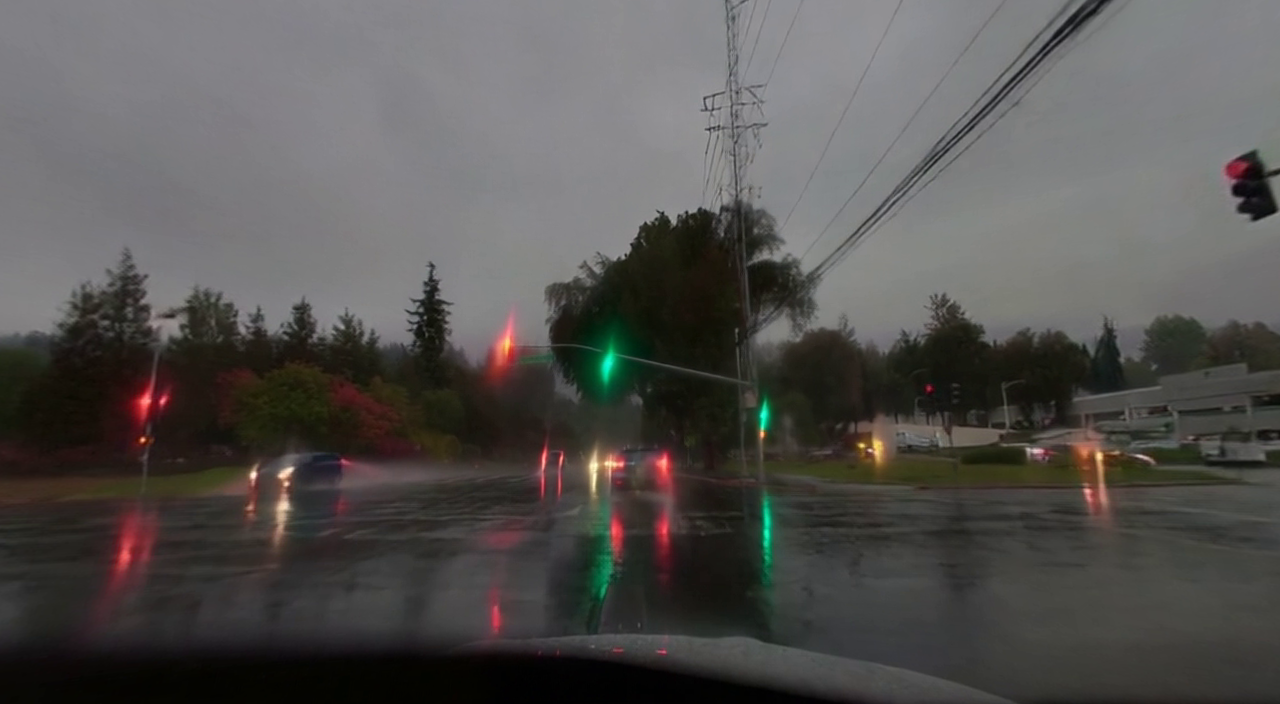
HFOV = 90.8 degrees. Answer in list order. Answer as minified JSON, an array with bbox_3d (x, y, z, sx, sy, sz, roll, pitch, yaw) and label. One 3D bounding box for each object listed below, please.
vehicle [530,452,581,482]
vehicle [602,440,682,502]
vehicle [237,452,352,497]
[{"bbox_3d":[-4.465,6.155,34.005,2.153,1.474,4.284,0,-9,0],"label":"vehicle"},{"bbox_3d":[0.018,3.497,18.929,2.156,1.636,3.923,0,-9,-1],"label":"vehicle"},{"bbox_3d":[-13.756,4.869,25.532,2.025,1.571,4.636,0,-9,0],"label":"vehicle"}]
